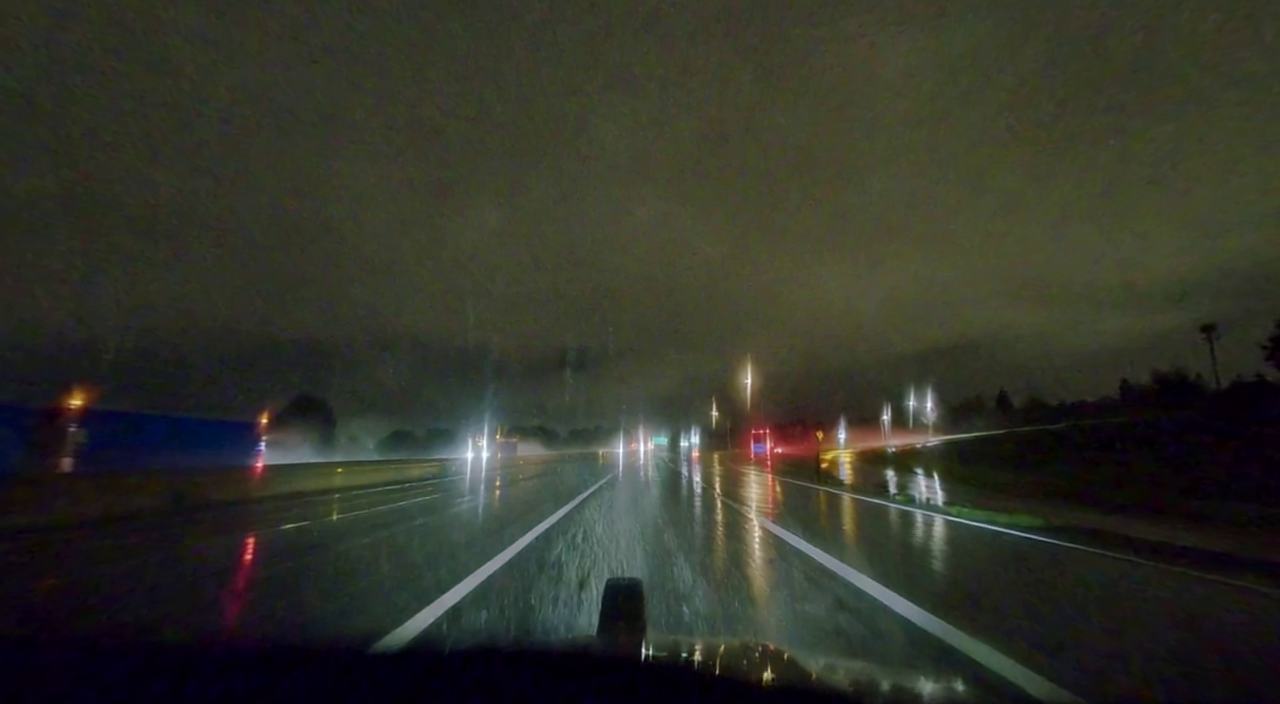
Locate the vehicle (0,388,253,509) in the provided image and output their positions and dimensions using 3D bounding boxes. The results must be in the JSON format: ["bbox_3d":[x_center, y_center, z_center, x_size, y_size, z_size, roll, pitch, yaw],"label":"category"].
[{"bbox_3d":[-23.213,4.316,27.914,2.910,4.044,14.275,0,-9,1],"label":"vehicle"}]
